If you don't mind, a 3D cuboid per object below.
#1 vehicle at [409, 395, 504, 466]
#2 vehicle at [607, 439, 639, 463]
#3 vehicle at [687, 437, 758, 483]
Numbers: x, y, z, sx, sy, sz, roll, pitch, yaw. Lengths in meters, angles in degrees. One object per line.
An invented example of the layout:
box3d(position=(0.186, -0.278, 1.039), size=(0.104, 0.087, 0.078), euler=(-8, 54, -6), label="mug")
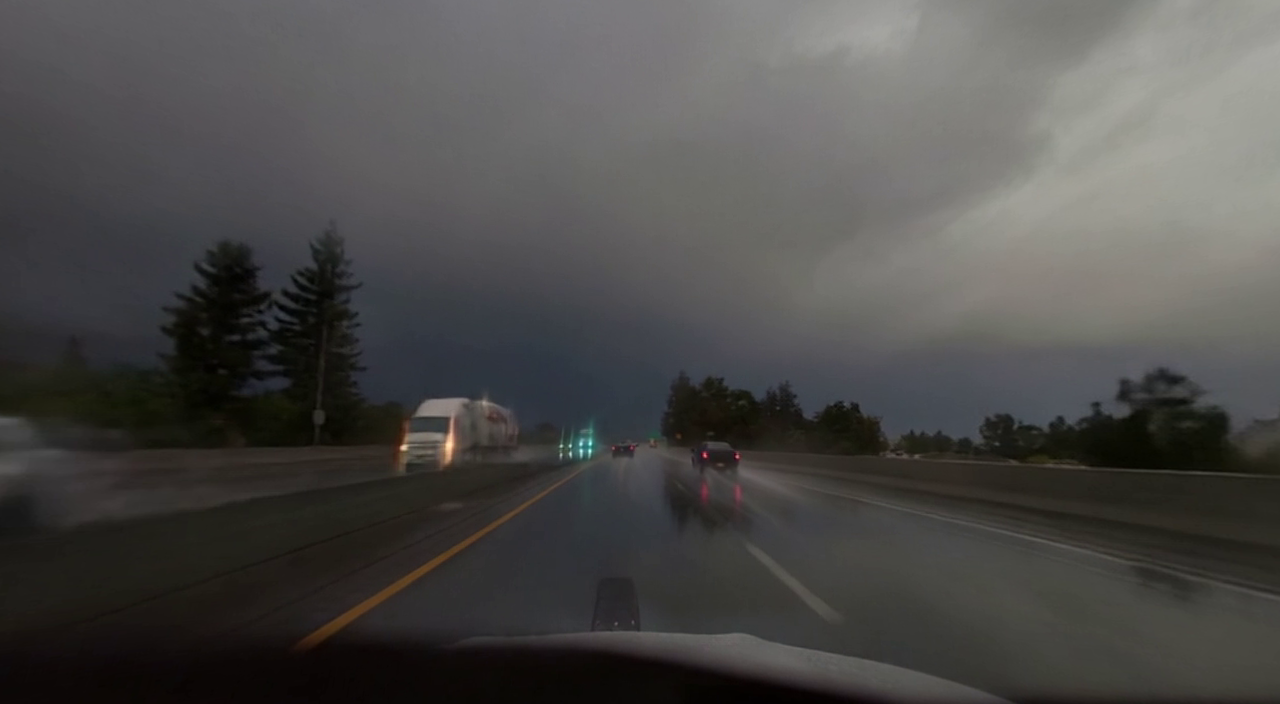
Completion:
box3d(position=(-11.689, 5.306, 41.755), size=(2.876, 3.973, 12.525), euler=(-1, -8, -2), label="vehicle")
box3d(position=(-1.202, 7.078, 45.137), size=(2.178, 1.559, 4.254), euler=(-1, -8, -2), label="vehicle")
box3d(position=(2.986, 3.971, 23.544), size=(2.146, 1.546, 3.796), euler=(-1, -8, 0), label="vehicle")
